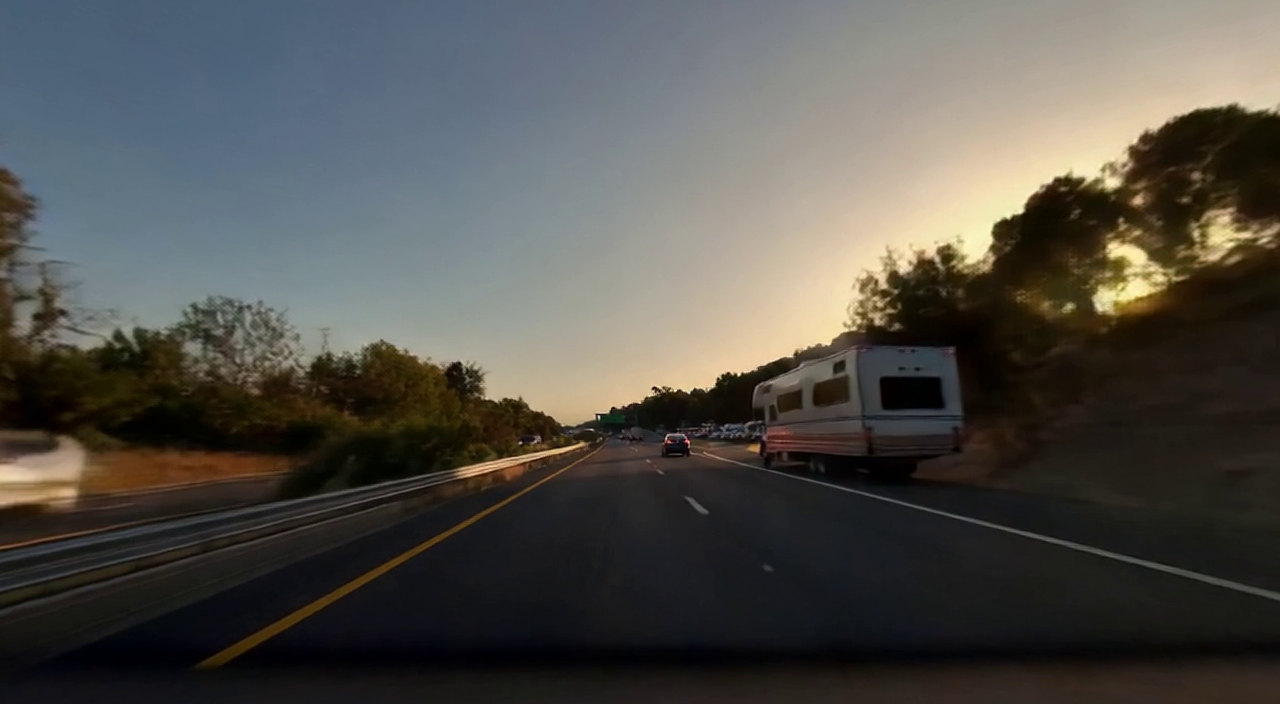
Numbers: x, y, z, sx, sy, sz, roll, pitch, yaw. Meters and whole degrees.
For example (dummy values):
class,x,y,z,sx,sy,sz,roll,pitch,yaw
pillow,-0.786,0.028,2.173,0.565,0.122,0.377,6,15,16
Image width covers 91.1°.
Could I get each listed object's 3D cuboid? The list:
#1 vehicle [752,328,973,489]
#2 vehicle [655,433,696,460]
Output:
class,x,y,z,sx,sy,sz,roll,pitch,yaw
vehicle,6.884,2.348,23.052,2.937,4.119,14.096,0,-8,0
vehicle,1.993,5.449,36.477,2.037,1.504,4.248,0,-8,-2
